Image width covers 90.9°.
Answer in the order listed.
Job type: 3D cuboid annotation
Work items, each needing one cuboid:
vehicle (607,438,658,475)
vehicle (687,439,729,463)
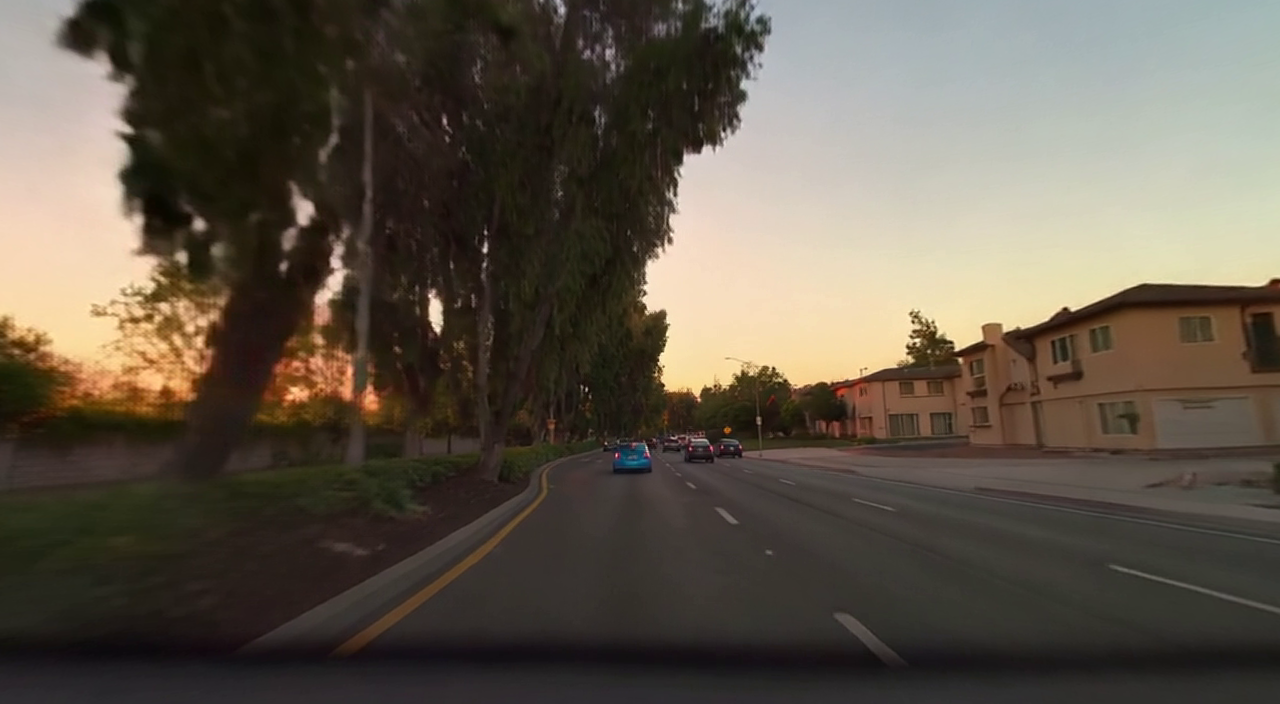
[{"bbox_3d":[-0.318,4.588,27.930,2.102,1.481,3.907,0,-8,0],"label":"vehicle"},{"bbox_3d":[4.451,6.570,41.872,2.067,1.514,4.188,0,-8,-3],"label":"vehicle"}]
